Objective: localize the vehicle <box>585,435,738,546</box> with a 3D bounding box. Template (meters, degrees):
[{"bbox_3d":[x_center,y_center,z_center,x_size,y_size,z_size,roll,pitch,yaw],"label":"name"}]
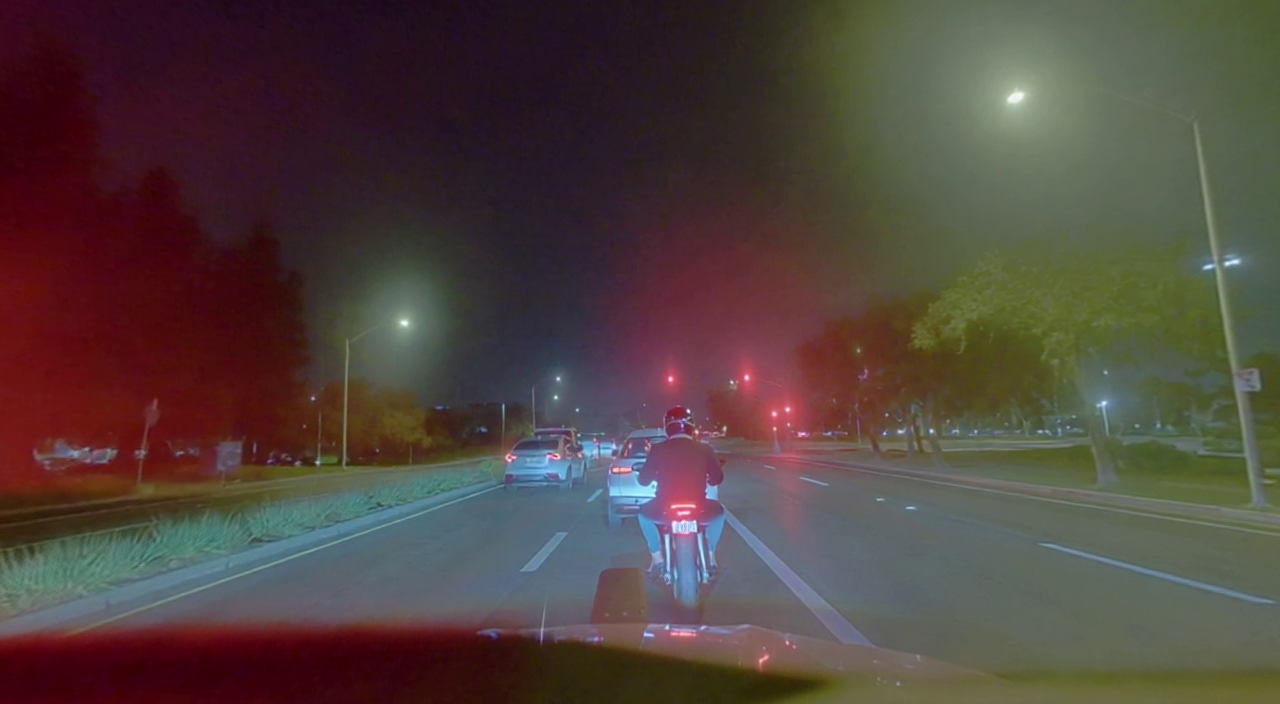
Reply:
[{"bbox_3d":[0.327,2.173,10.703,2.009,1.450,4.608,-1,-8,1],"label":"vehicle"}]

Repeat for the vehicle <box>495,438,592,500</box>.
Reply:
[{"bbox_3d":[-2.550,3.190,17.659,1.979,1.499,3.840,-1,-8,2],"label":"vehicle"}]
